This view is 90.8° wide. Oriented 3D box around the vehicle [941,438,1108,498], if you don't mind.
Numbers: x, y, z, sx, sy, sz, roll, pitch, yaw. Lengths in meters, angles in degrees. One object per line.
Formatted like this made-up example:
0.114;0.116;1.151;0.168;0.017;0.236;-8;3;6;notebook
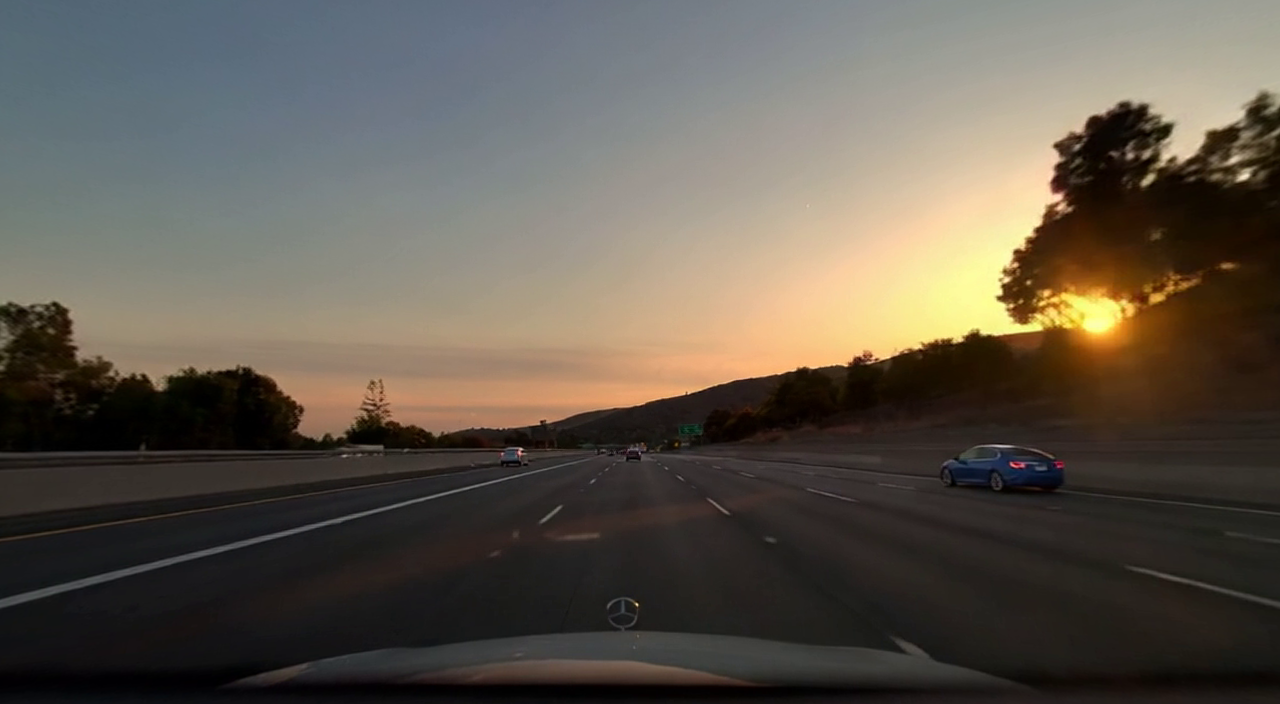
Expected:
10.926;3.318;18.462;1.985;1.493;4.486;0;-9;-1;vehicle
